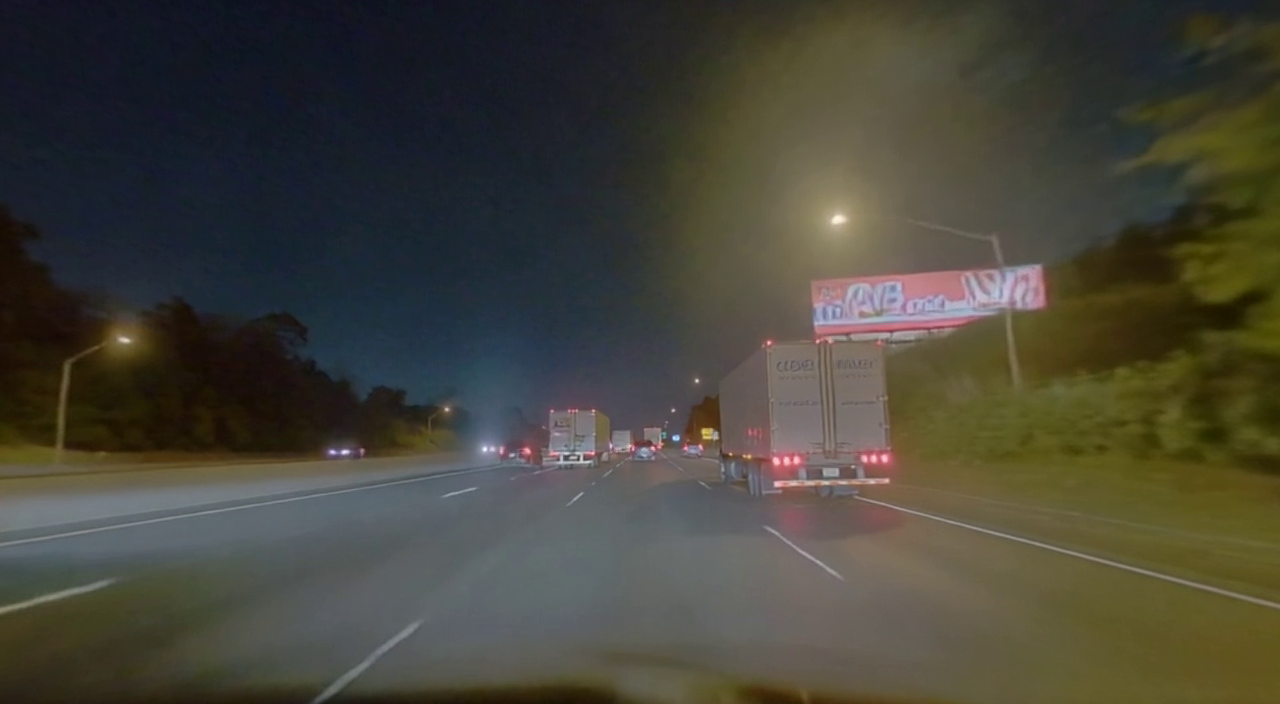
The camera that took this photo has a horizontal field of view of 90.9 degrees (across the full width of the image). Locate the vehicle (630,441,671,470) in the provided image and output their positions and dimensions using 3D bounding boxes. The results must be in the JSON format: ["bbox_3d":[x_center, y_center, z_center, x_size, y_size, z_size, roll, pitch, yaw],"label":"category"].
[{"bbox_3d":[0.561,5.600,34.278,2.105,1.502,4.068,0,-9,1],"label":"vehicle"}]

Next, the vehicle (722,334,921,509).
[{"bbox_3d":[4.082,1.918,16.397,2.895,3.484,7.631,0,-9,0],"label":"vehicle"}]

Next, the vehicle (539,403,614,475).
[{"bbox_3d":[-2.940,4.381,31.519,2.745,3.156,7.608,0,-9,2],"label":"vehicle"}]

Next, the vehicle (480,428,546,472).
[{"bbox_3d":[-6.824,5.347,34.596,2.322,2.195,5.556,0,-9,1],"label":"vehicle"}]
